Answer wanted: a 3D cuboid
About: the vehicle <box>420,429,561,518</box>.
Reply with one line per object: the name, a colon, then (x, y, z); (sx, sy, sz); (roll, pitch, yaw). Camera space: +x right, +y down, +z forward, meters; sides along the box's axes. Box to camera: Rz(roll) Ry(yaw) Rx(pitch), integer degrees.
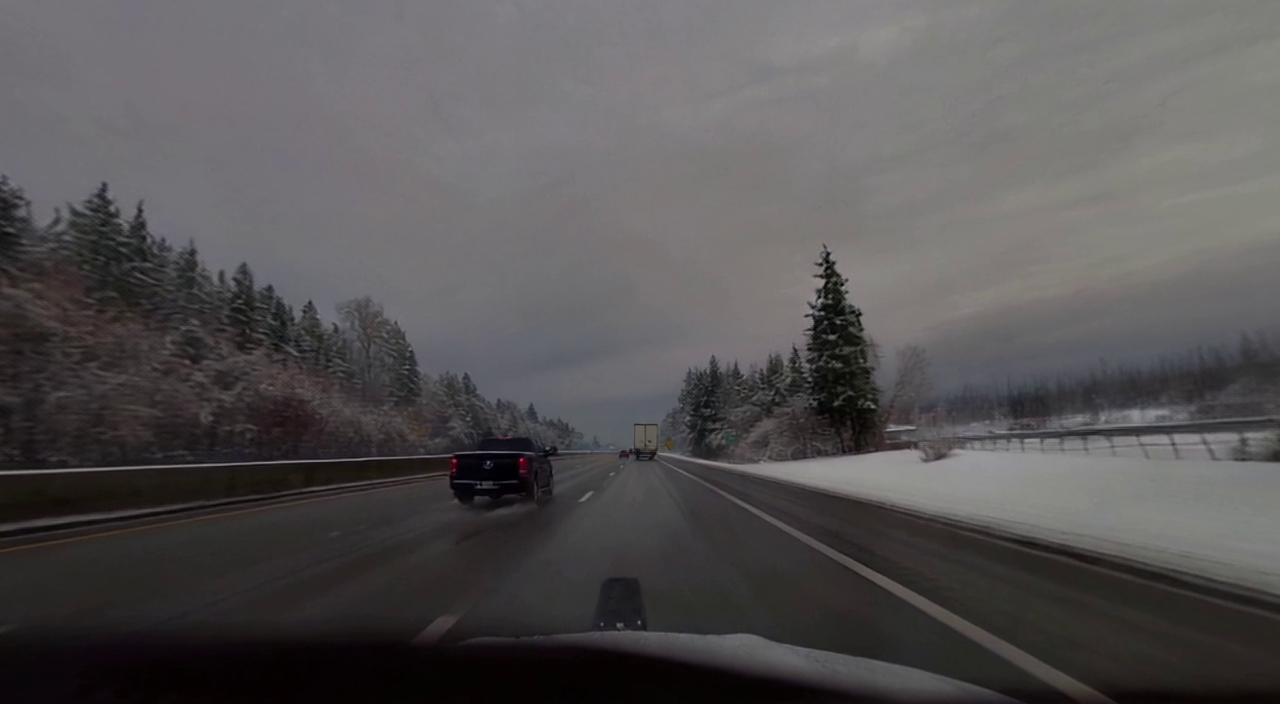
vehicle: (-3.137, 2.675, 14.351); (2.017, 1.680, 4.636); (0, -9, 0)
